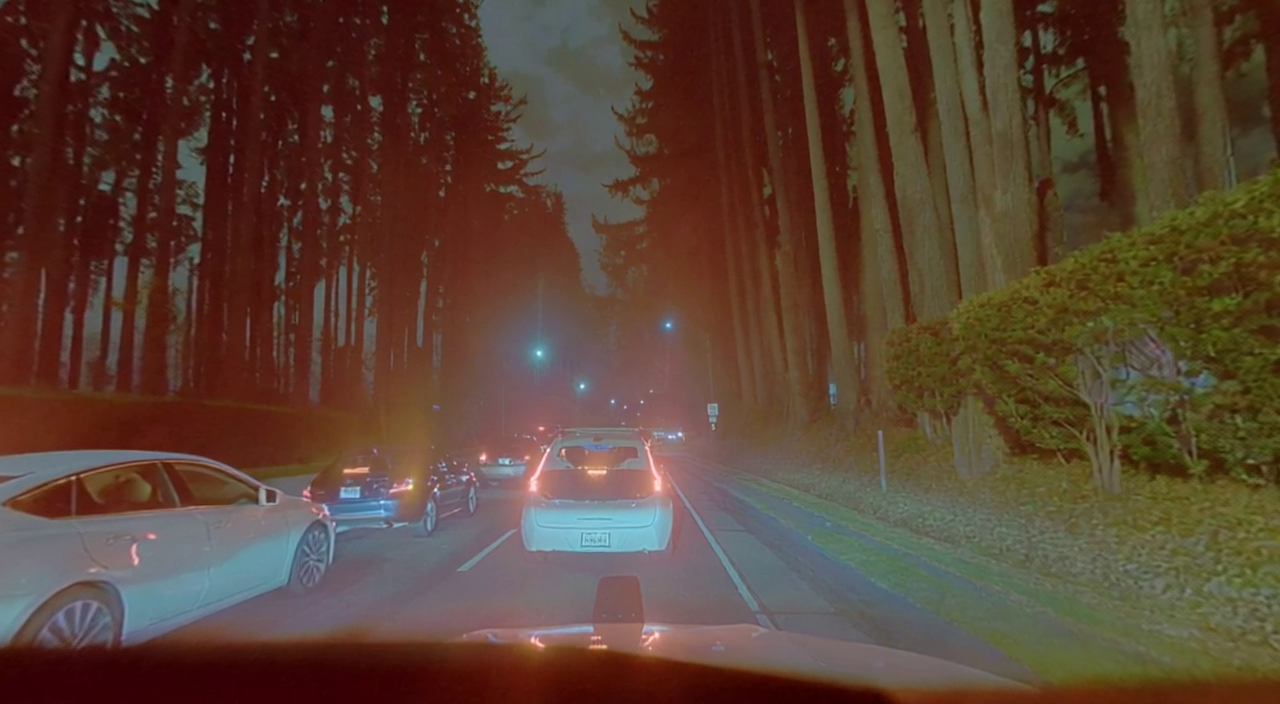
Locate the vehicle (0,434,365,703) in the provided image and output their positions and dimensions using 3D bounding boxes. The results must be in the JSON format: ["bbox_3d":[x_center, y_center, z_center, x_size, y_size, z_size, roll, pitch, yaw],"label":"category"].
[{"bbox_3d":[-3.810,1.318,4.468,1.784,1.408,4.141,0,-8,1],"label":"vehicle"}]

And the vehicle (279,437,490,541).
[{"bbox_3d":[-4.256,2.325,11.466,1.898,1.503,4.453,0,-8,1],"label":"vehicle"}]

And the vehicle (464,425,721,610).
[{"bbox_3d":[-0.408,1.683,7.375,2.127,1.517,4.090,0,-8,0],"label":"vehicle"}]
